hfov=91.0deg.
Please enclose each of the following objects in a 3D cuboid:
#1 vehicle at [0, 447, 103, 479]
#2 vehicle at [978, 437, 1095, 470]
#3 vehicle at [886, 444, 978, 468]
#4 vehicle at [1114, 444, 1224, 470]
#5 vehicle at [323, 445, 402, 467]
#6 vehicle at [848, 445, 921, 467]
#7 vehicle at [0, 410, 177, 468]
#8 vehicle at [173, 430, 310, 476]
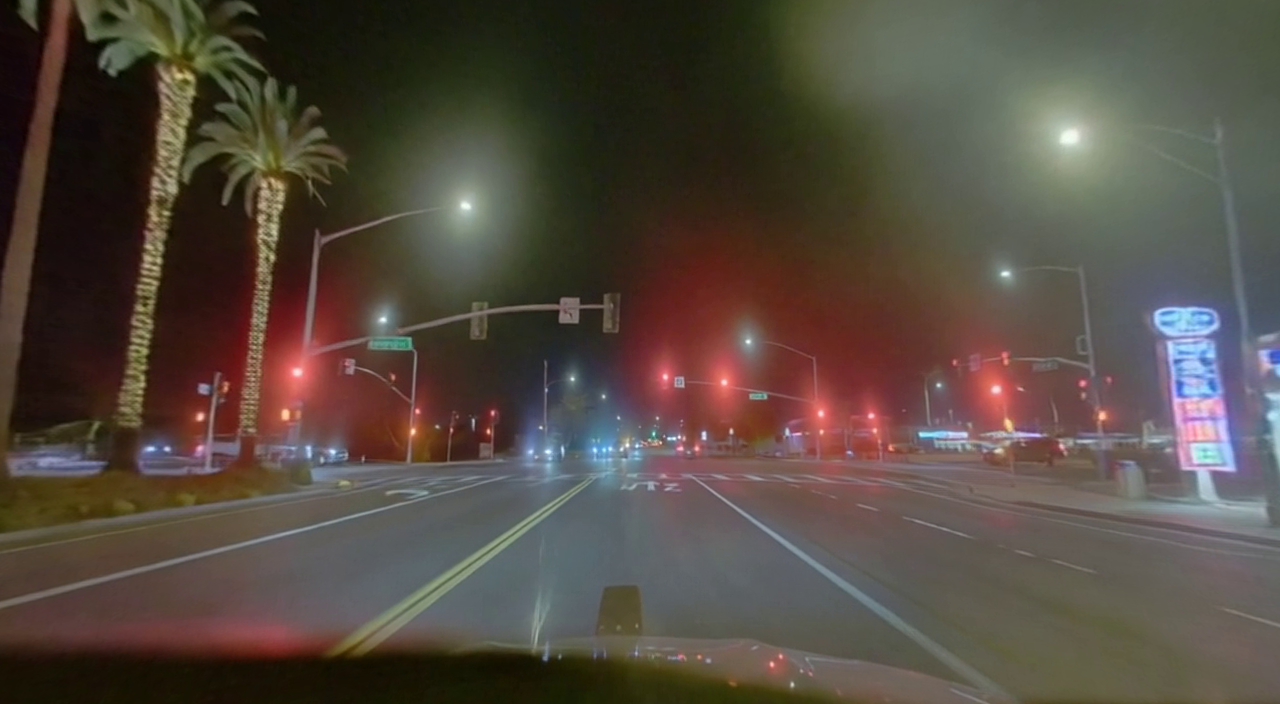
[{"bbox_3d":[-28.787,5.251,29.997,4.538,1.446,2.028,0,-8,1],"label":"vehicle"},{"bbox_3d":[23.362,5.983,37.218,5.509,1.873,2.123,0,-9,-2],"label":"vehicle"},{"bbox_3d":[18.895,6.719,40.832,4.977,1.508,1.948,0,-9,0],"label":"vehicle"},{"bbox_3d":[31.365,6.205,37.391,4.701,1.463,1.989,0,-9,-1],"label":"vehicle"},{"bbox_3d":[-19.339,7.274,44.063,4.791,1.487,2.002,2,-9,-15],"label":"vehicle"},{"bbox_3d":[17.484,7.442,45.119,4.451,1.494,1.857,0,-9,3],"label":"vehicle"},{"bbox_3d":[-35.480,5.199,37.802,12.726,3.308,3.114,0,-7,0],"label":"vehicle"},{"bbox_3d":[-18.849,4.788,29.981,4.901,2.064,2.296,0,-8,0],"label":"vehicle"}]
